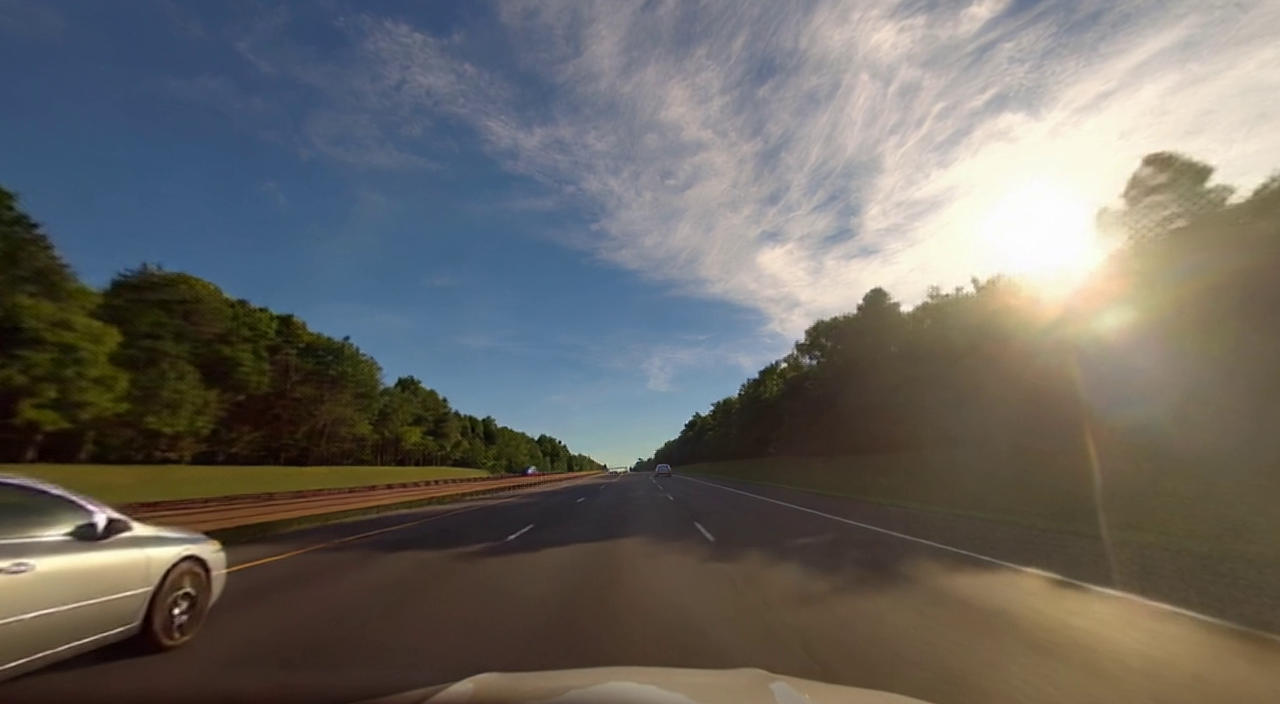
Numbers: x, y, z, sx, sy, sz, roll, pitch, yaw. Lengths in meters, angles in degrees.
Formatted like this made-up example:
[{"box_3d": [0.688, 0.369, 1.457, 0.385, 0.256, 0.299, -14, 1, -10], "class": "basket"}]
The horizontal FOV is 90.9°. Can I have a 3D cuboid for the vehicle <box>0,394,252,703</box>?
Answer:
[{"box_3d": [-4.024, 0.899, 2.459, 1.928, 1.593, 4.871, 1, -10, -1], "class": "vehicle"}]
